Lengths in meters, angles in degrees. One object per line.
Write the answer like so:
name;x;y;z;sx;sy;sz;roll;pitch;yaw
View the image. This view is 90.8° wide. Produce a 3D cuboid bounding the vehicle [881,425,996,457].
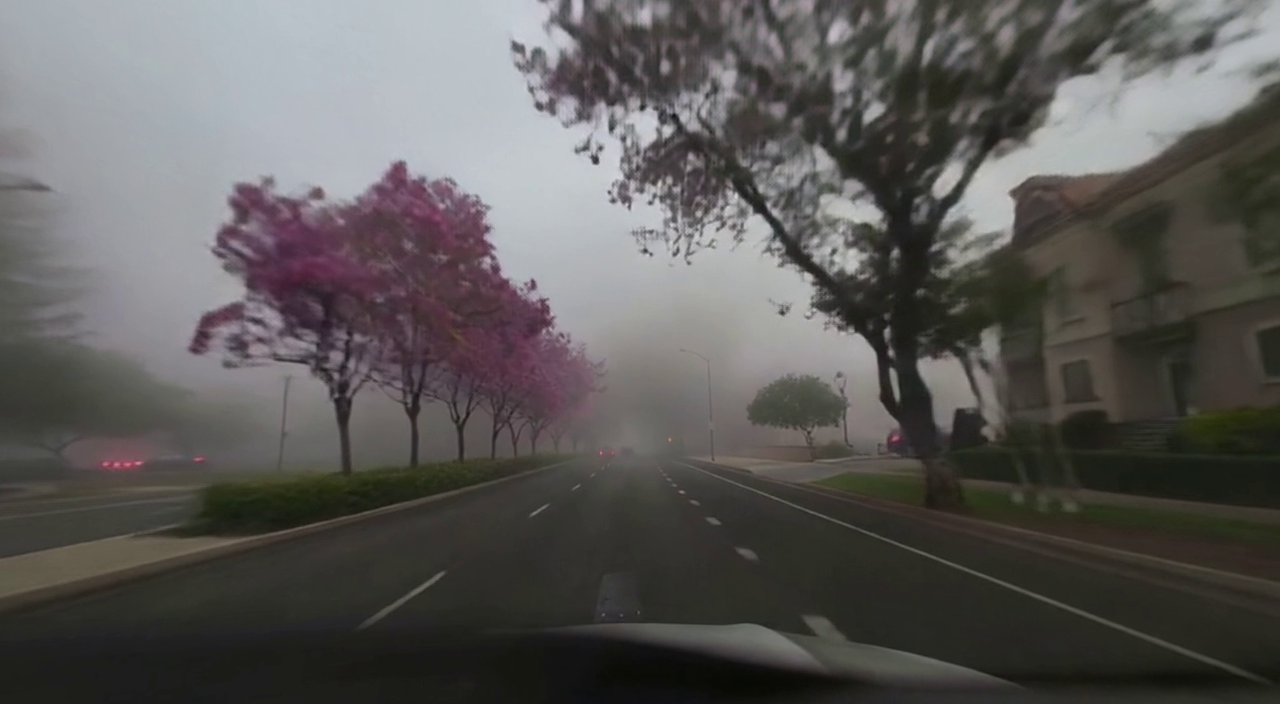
vehicle;15.170;4.558;32.358;4.877;1.592;1.913;0;-8;2
